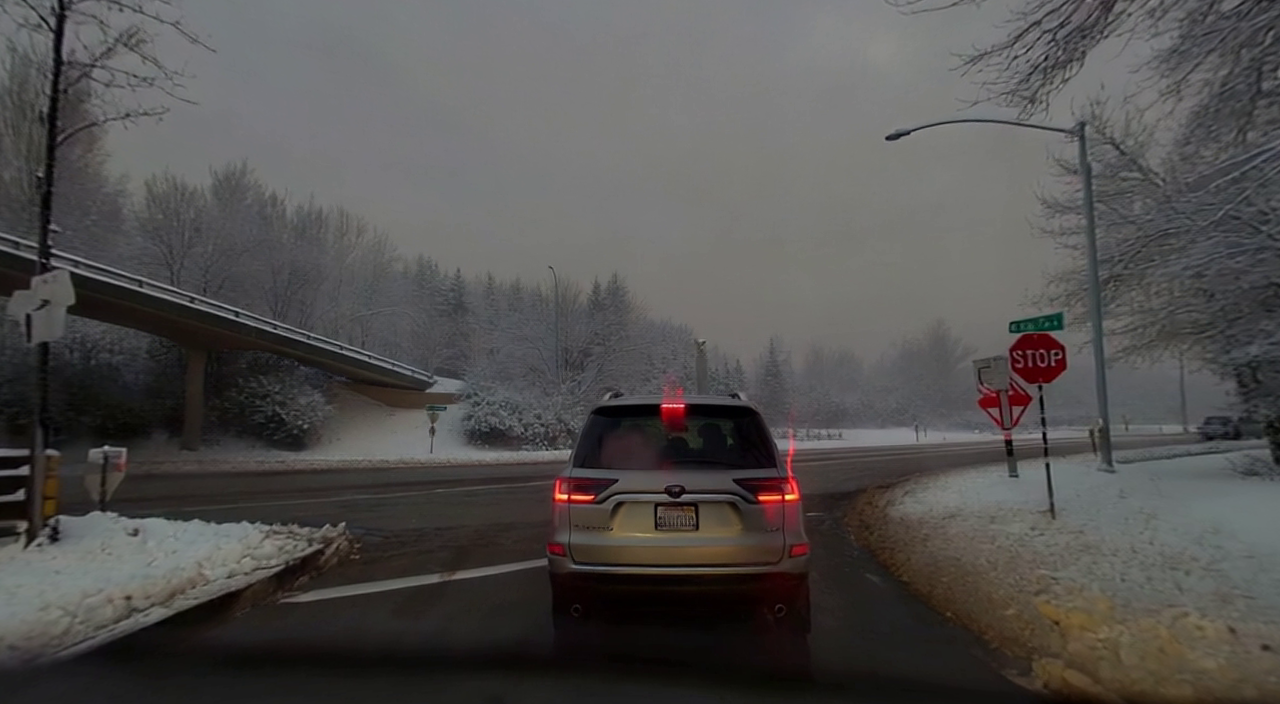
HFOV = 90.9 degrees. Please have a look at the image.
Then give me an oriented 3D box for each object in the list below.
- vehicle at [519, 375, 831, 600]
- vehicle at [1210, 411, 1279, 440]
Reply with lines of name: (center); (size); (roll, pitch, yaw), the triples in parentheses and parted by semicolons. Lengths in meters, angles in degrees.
vehicle: (0.316, 1.416, 7.333); (2.494, 1.804, 4.336); (0, -9, 1)
vehicle: (39.336, 4.783, 40.735); (4.413, 1.717, 2.073); (4, -10, -26)
